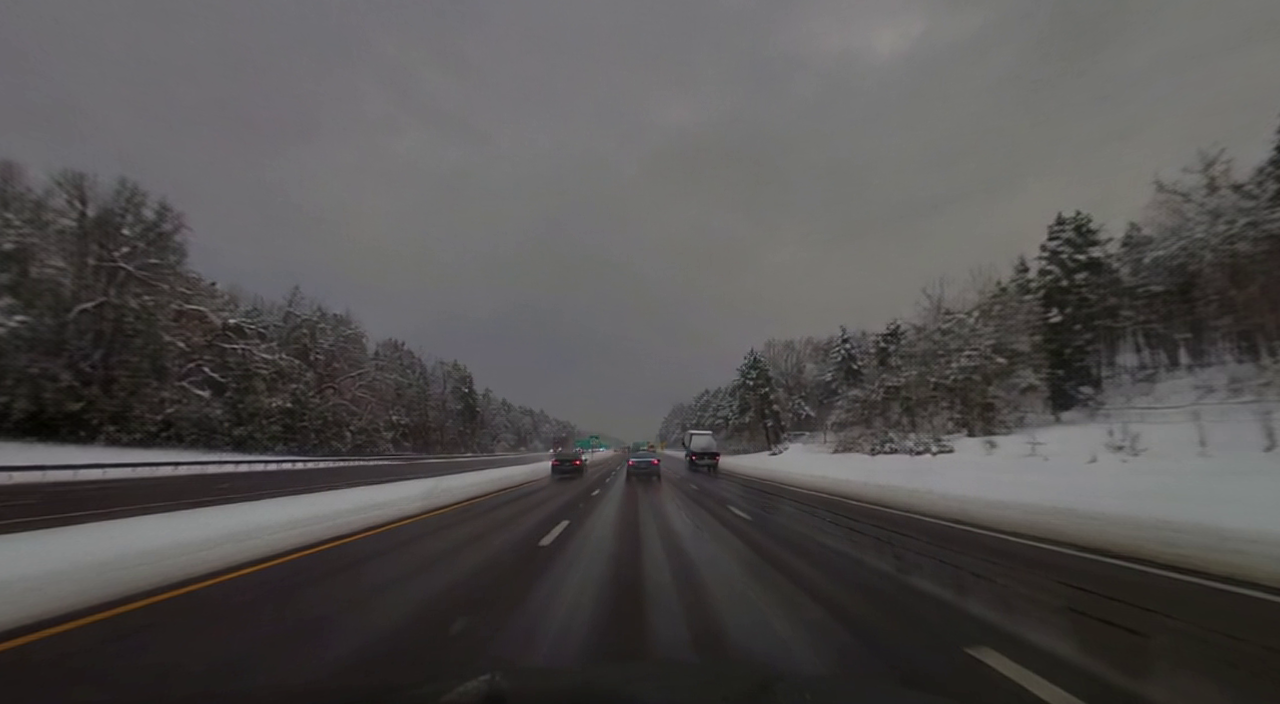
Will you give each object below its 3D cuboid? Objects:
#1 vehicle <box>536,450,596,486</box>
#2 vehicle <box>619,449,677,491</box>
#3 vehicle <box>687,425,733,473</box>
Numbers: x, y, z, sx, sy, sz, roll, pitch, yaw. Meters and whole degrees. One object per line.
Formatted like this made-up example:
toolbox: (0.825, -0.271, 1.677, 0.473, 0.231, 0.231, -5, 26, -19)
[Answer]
vehicle: (-3.221, 5.115, 28.182, 2.105, 1.467, 4.099, 0, -9, 1)
vehicle: (0.265, 4.634, 25.077, 2.089, 1.516, 4.191, 0, -9, -1)
vehicle: (4.852, 6.616, 42.746, 2.650, 2.978, 6.937, -2, -10, 9)
